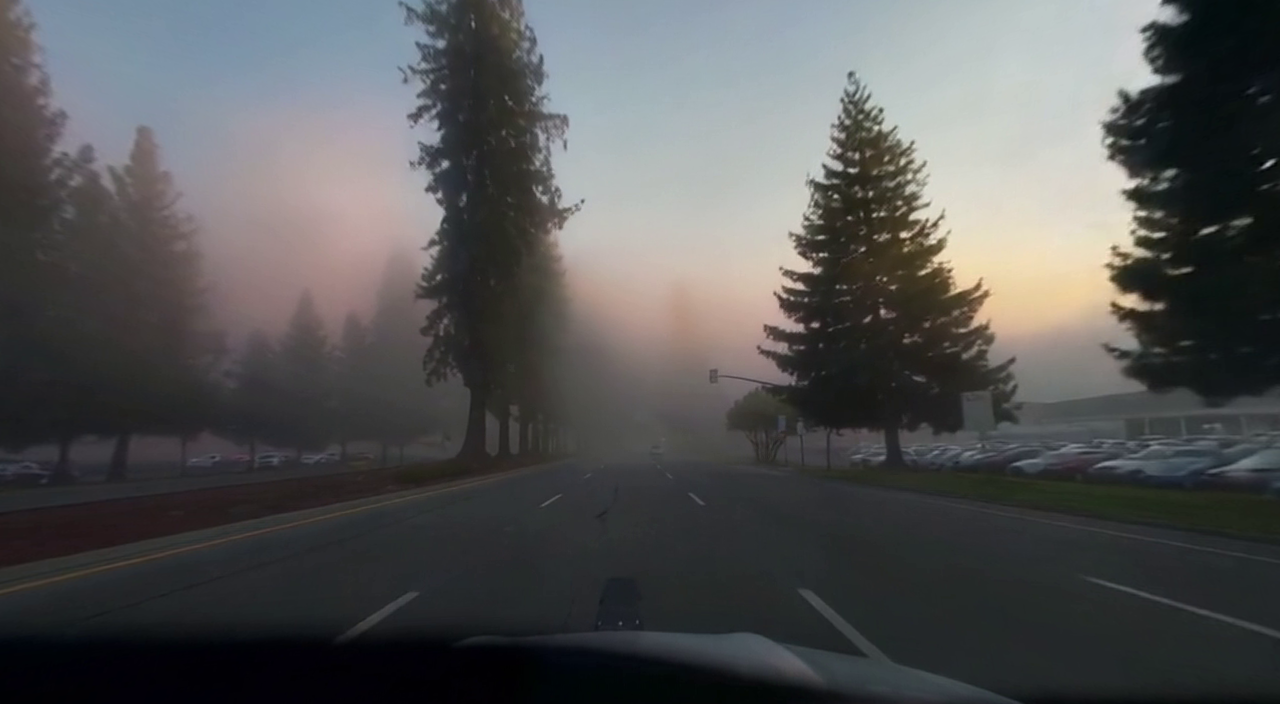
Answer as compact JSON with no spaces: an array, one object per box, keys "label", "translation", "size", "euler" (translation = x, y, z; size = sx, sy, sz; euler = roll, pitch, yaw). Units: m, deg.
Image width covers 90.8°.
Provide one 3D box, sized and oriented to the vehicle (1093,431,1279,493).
[{"label":"vehicle","translation":[17.313,3.404,19.721],"size":[4.609,1.809,2.095],"euler":[0,-8,1]}]
